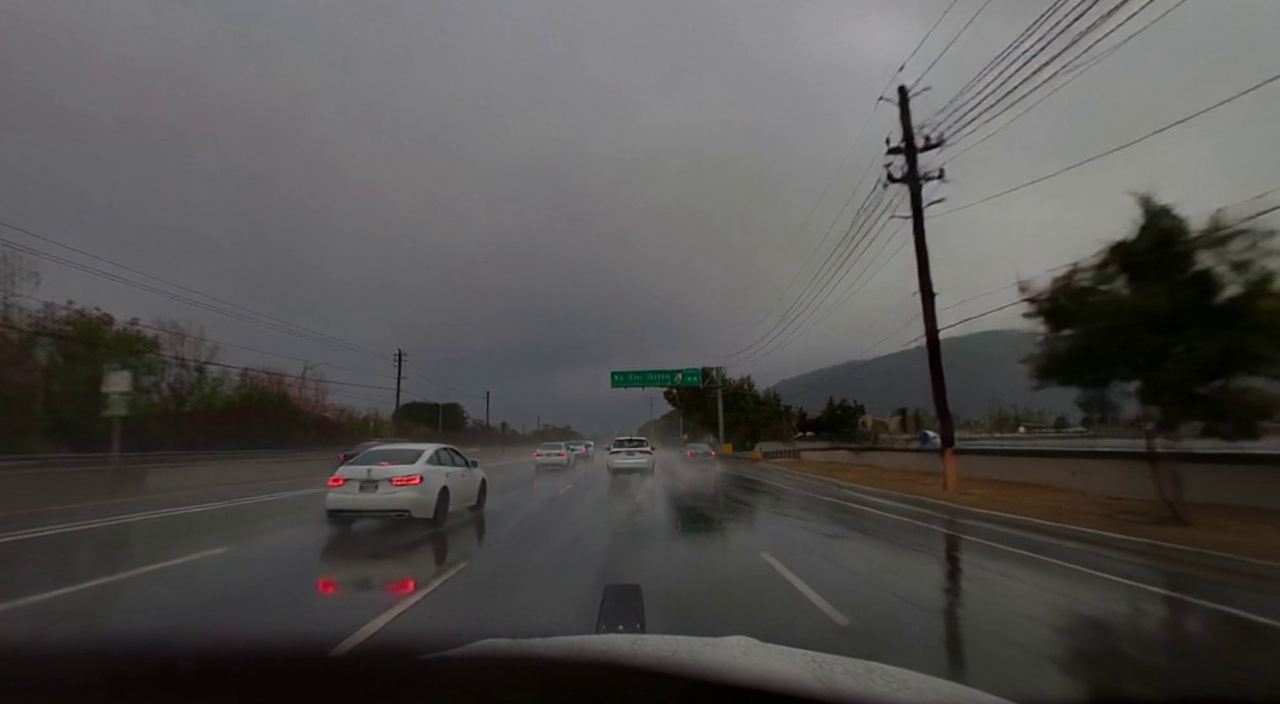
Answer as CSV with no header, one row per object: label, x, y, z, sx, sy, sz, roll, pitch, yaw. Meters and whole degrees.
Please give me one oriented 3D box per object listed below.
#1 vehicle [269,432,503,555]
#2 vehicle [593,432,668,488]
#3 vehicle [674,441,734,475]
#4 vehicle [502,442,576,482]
vehicle,-3.540,2.035,9.883,1.958,1.447,4.454,0,-8,-2
vehicle,-0.318,3.631,21.571,2.284,1.699,4.168,0,-8,-1
vehicle,2.902,4.925,29.714,2.197,1.464,4.356,0,-8,-2
vehicle,-3.898,4.333,25.235,2.203,1.425,4.610,0,-8,0
